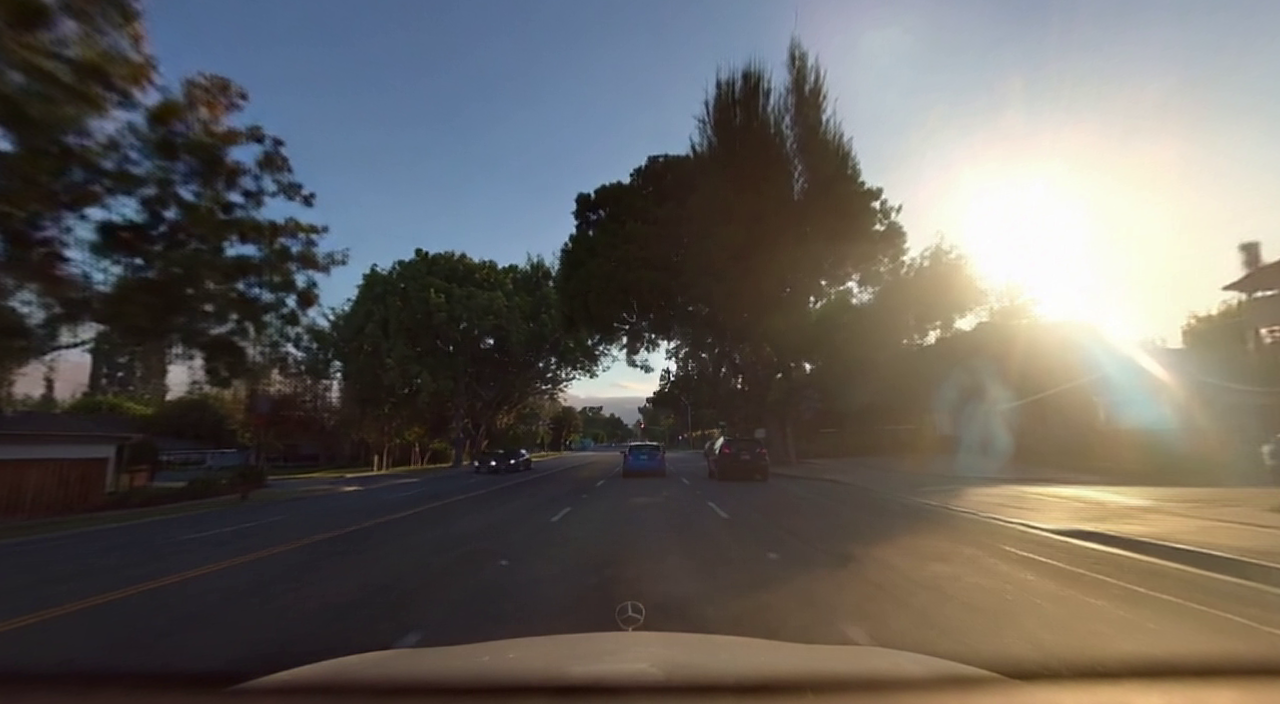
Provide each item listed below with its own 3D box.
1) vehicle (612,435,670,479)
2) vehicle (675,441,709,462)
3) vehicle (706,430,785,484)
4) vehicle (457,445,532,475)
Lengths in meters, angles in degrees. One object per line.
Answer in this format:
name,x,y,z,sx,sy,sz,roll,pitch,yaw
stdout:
vehicle,0.061,4.293,26.002,2.200,1.653,4.127,-1,-9,1
vehicle,3.812,7.412,46.898,2.099,1.463,4.130,0,-9,0
vehicle,3.620,3.722,22.523,2.024,1.711,4.512,0,-9,0
vehicle,-8.984,6.657,38.840,4.296,1.611,1.942,-8,-11,26
